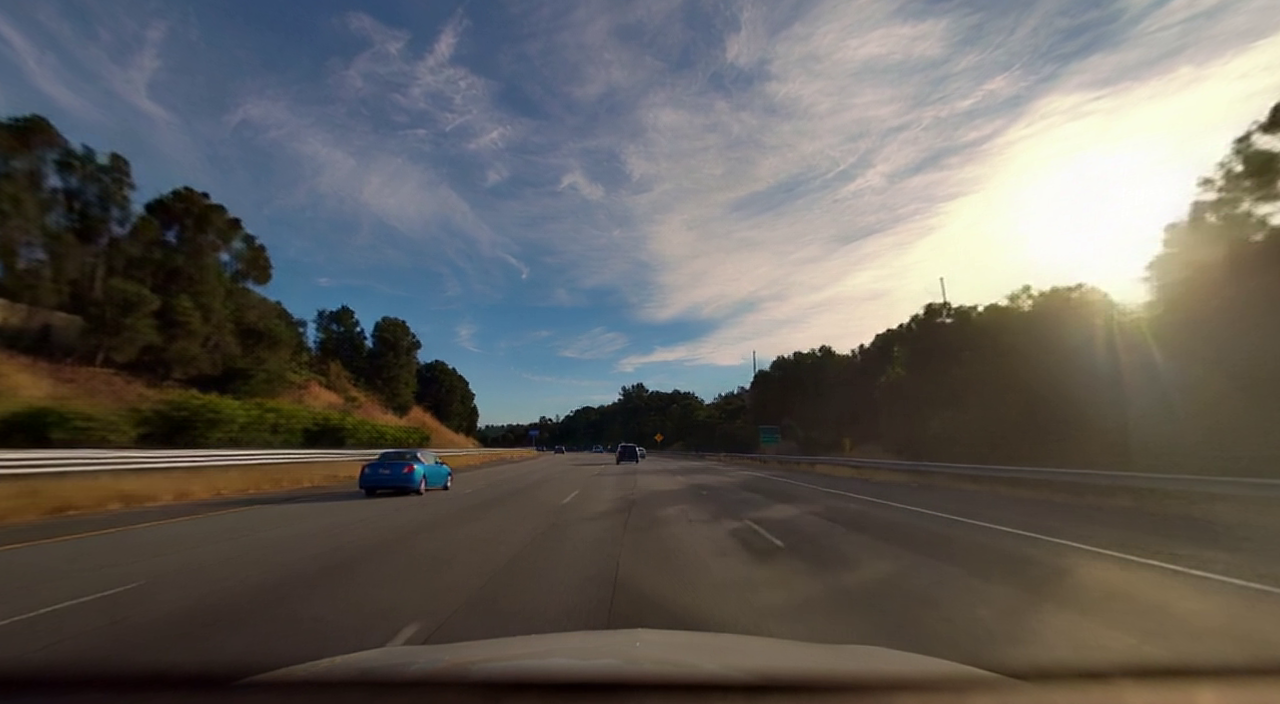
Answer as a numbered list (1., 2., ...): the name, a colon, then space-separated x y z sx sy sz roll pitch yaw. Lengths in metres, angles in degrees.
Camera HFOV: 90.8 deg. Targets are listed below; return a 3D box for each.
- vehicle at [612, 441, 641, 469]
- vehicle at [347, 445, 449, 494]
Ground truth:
1. vehicle: -1.010 7.393 45.380 1.990 1.878 4.079 0 -9 -3
2. vehicle: -7.898 3.849 21.069 1.915 1.479 3.843 0 -9 -1
